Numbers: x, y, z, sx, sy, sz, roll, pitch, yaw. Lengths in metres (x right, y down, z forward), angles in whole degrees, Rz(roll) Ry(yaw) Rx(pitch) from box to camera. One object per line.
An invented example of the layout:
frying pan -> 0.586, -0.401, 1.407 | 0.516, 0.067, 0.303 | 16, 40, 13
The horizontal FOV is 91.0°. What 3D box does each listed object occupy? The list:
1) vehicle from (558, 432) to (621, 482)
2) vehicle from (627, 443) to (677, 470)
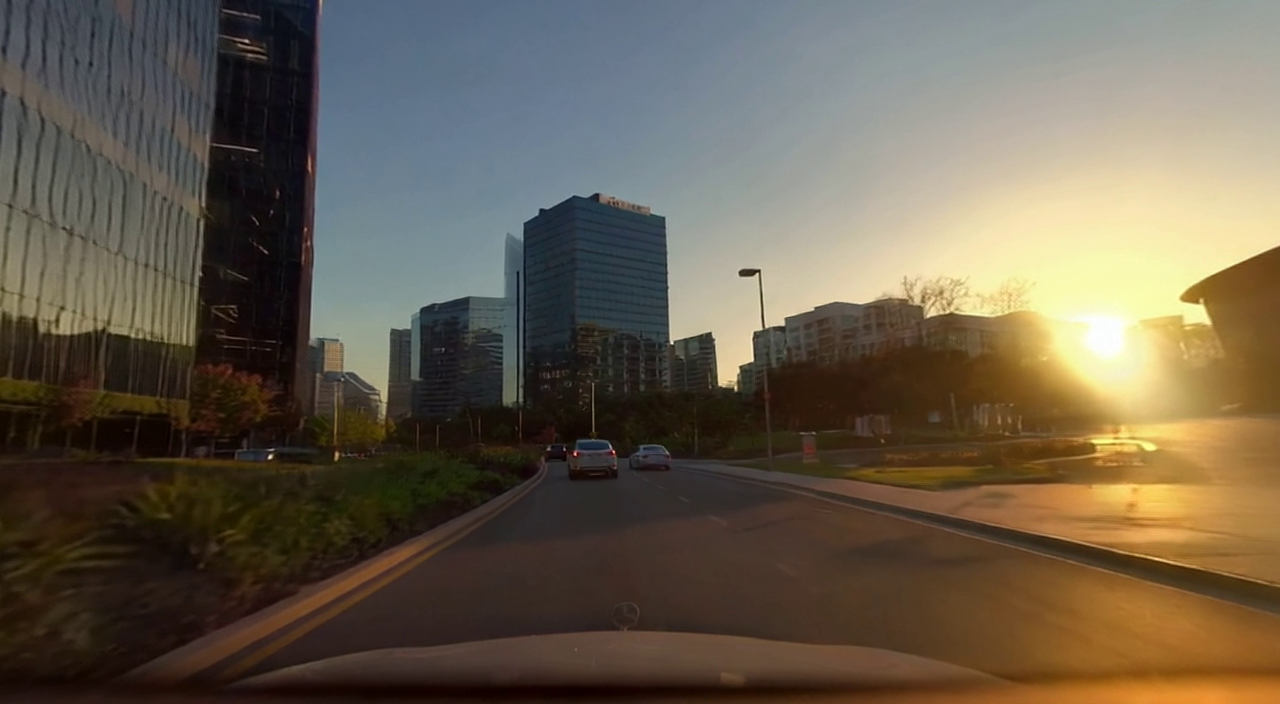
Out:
vehicle -> -1.977, 4.033, 24.442 | 2.173, 1.761, 4.374 | 1, -9, -5
vehicle -> 0.653, 6.205, 37.692 | 2.116, 1.506, 4.355 | 2, -9, -10
